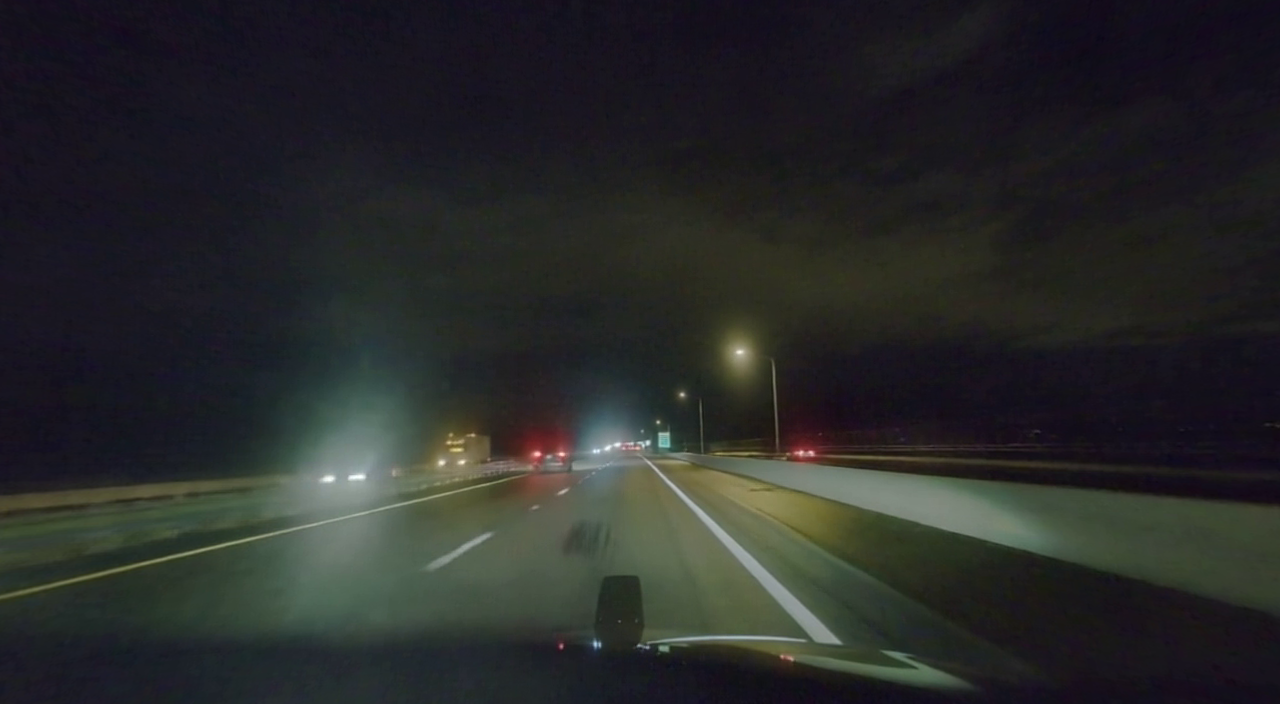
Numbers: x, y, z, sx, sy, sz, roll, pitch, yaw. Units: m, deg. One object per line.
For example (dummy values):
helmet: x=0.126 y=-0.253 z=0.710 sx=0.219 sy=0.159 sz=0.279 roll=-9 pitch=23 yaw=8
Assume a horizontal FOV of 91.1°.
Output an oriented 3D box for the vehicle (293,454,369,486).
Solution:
vehicle: x=-16.199 y=6.189 z=33.223 sx=1.814 sy=1.567 sz=4.236 roll=0 pitch=-9 yaw=0

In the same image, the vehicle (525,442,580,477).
vehicle: x=-4.479 y=5.571 z=32.748 sx=2.139 sy=1.577 sz=4.546 roll=-3 pitch=-9 yaw=0
